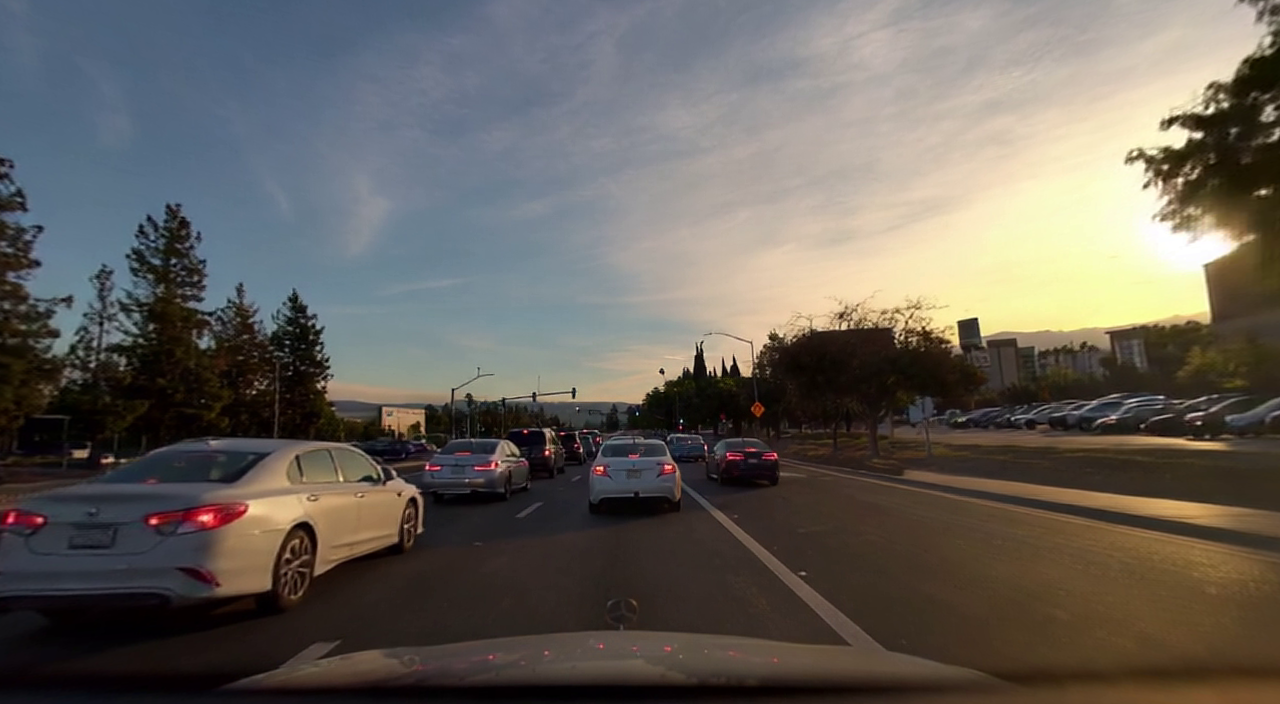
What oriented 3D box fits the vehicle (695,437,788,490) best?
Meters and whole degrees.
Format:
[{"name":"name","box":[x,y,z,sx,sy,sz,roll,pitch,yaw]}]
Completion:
[{"name":"vehicle","box":[3.016,3.408,19.744,1.978,1.452,4.381,0,-8,-3]}]

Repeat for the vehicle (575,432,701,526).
[{"name":"vehicle","box":[-0.098,2.332,12.169,2.007,1.467,4.059,0,-8,-2]}]

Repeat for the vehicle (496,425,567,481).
[{"name":"vehicle","box":[-3.971,3.787,23.875,2.054,1.881,4.469,0,-8,-2]}]

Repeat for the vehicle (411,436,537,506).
[{"name":"vehicle","box":[-3.864,2.839,15.538,1.985,1.467,4.224,0,-8,0]}]

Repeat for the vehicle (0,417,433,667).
[{"name":"vehicle","box":[-3.731,1.461,6.013,2.052,1.475,4.341,0,-8,0]}]
